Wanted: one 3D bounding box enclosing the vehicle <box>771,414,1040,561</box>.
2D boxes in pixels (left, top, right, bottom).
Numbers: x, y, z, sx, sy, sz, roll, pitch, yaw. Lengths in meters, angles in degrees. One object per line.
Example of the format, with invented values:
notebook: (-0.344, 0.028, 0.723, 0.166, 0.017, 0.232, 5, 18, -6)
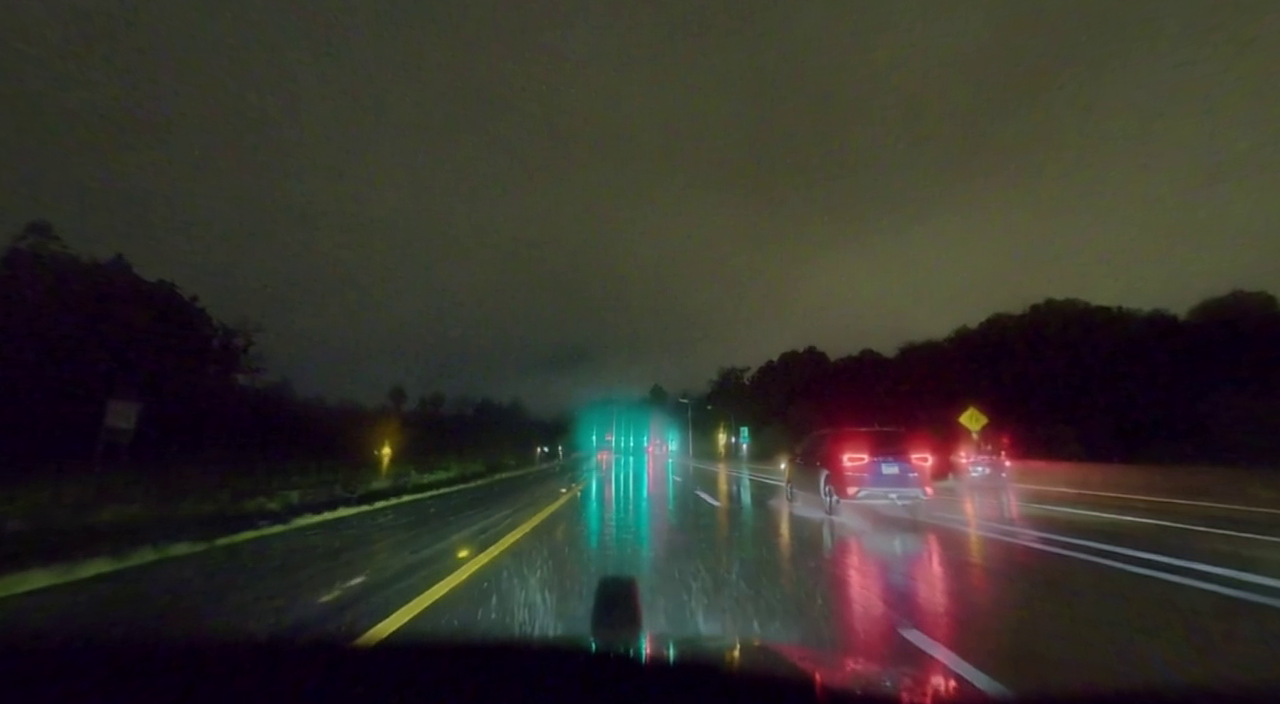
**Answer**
vehicle: (3.789, 2.022, 10.242, 2.141, 1.785, 4.778, 0, -8, -2)
